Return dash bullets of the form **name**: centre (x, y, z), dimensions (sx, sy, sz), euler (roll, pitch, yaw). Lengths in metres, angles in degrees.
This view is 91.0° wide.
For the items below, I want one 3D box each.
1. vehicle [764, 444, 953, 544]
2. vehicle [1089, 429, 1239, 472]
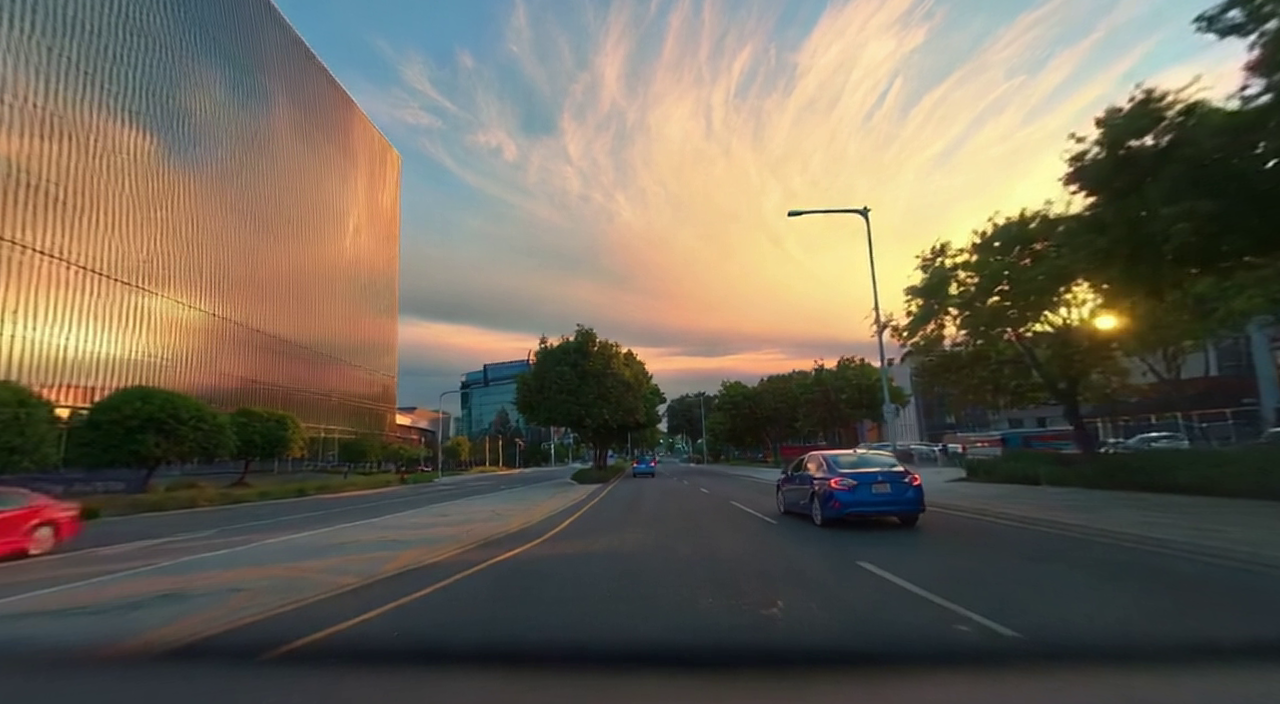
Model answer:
- **vehicle**: centre (3.779, 2.512, 11.797), dimensions (1.993, 1.501, 4.127), euler (0, -9, -1)
- **vehicle**: centre (20.735, 3.896, 25.022), dimensions (4.373, 1.580, 1.729), euler (0, -9, -2)
